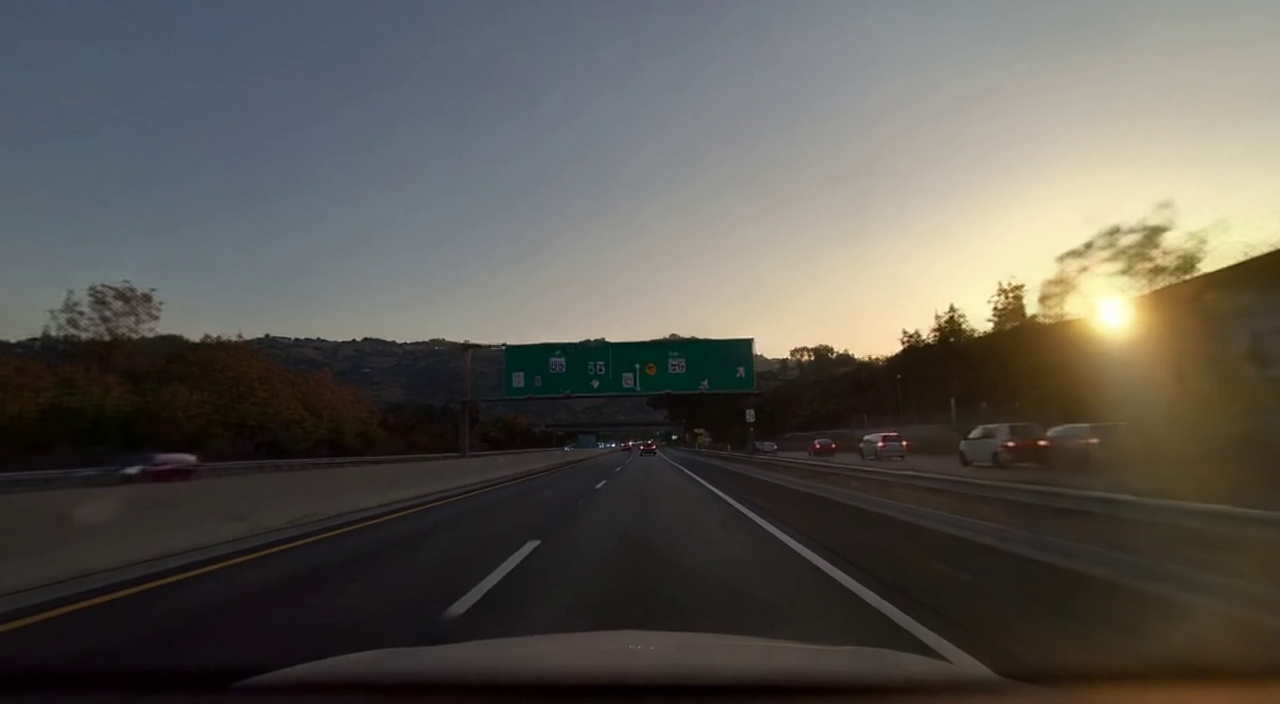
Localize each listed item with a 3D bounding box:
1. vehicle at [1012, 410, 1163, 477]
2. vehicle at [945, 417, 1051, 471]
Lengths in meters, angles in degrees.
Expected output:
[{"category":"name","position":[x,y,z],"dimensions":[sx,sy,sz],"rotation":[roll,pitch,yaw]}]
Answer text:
[{"category":"vehicle","position":[27.520,5.742,39.517],"dimensions":[3.034,3.655,8.487],"rotation":[-1,-8,0]},{"category":"vehicle","position":[27.363,7.153,48.820],"dimensions":[2.998,3.768,8.212],"rotation":[0,-9,-2]}]
